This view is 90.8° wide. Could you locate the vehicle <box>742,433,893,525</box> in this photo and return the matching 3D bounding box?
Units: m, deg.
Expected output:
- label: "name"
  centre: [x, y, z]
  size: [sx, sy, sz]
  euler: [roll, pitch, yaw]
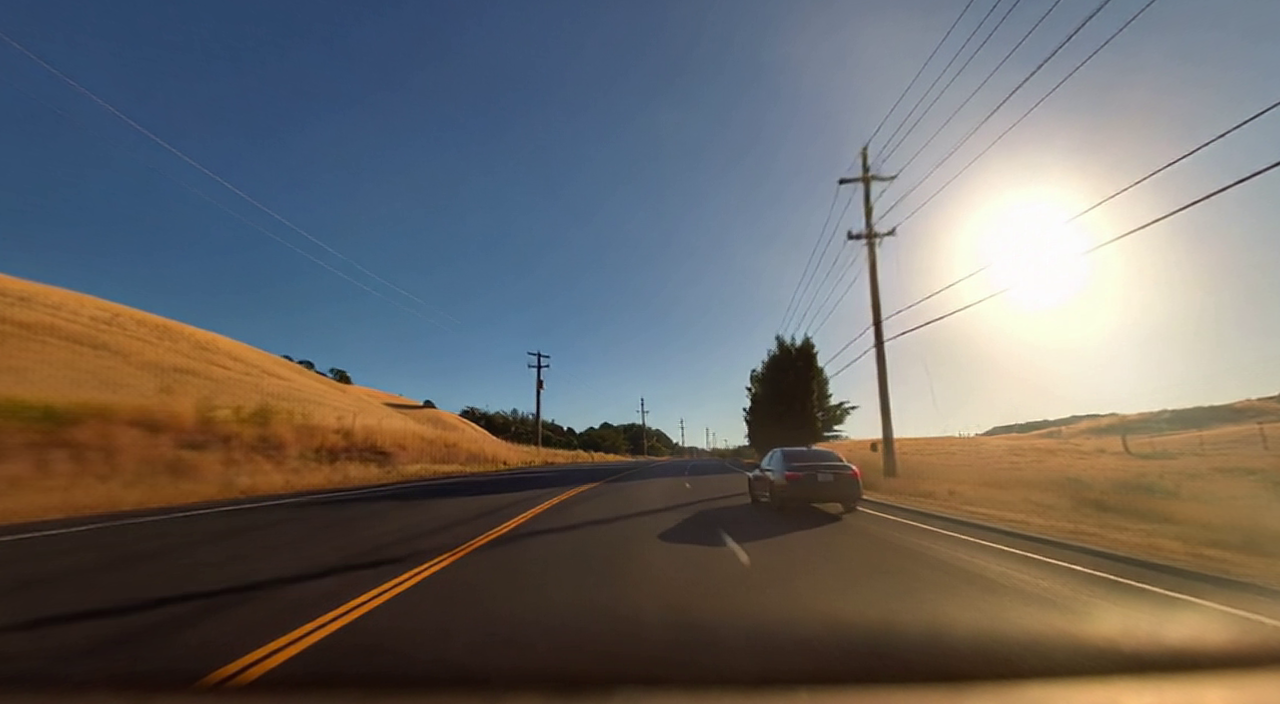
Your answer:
- label: "vehicle"
  centre: [3.679, 2.715, 14.019]
  size: [2.135, 1.692, 4.185]
  euler: [0, -9, 0]
